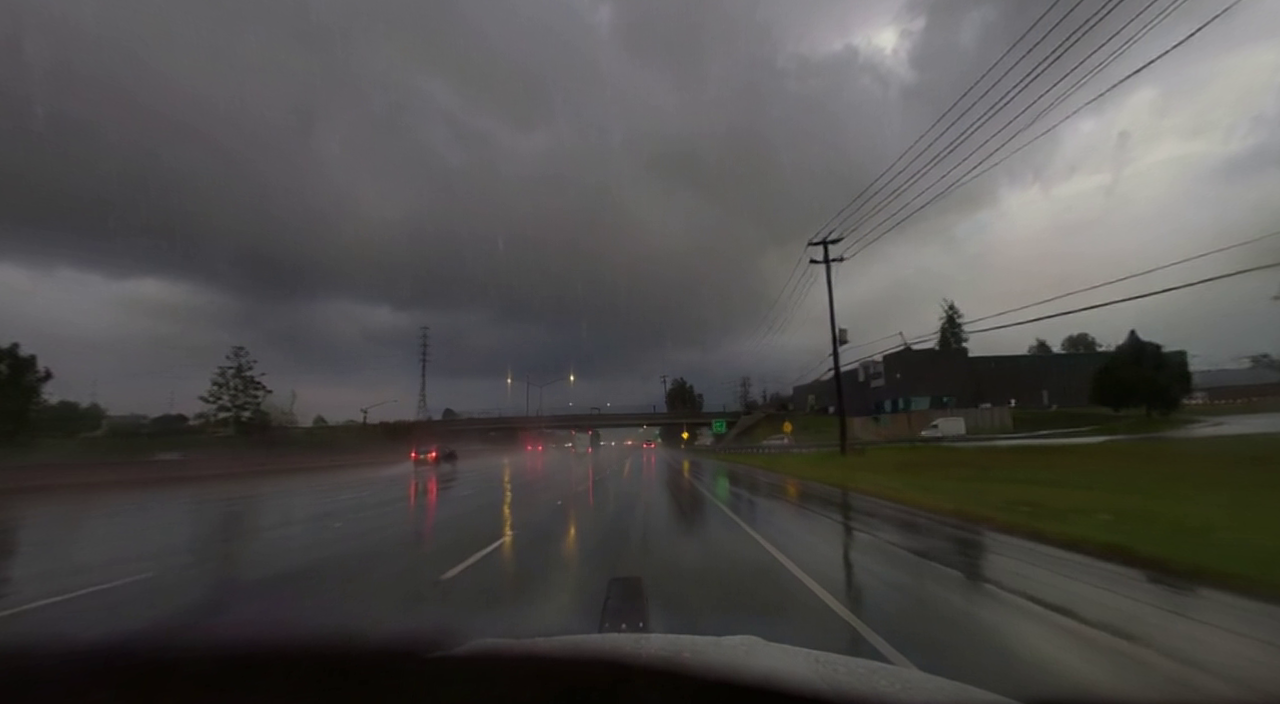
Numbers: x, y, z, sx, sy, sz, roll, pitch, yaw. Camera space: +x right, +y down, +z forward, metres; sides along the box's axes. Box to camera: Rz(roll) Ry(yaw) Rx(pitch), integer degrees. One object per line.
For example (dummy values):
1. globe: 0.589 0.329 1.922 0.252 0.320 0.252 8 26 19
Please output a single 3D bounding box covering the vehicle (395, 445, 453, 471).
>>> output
1. vehicle: -13.683 6.719 40.231 1.988 1.477 4.442 0 -8 1
